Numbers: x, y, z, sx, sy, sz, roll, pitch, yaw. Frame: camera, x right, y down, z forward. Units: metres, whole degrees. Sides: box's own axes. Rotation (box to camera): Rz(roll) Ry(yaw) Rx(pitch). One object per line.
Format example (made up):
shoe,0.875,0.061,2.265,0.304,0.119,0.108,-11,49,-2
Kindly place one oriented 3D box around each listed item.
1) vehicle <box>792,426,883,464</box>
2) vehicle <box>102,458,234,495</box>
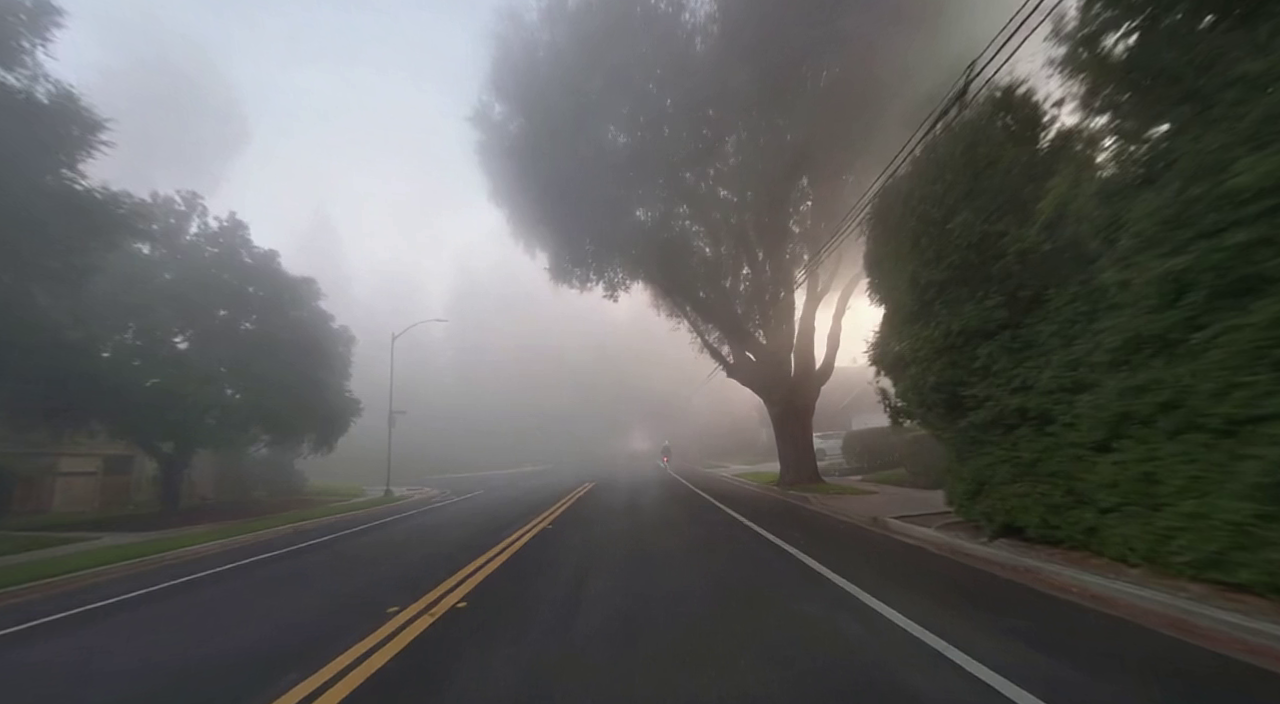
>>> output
vehicle,10.311,4.880,33.242,4.146,1.866,1.897,-2,-9,6
vehicle,-21.587,5.677,29.164,1.852,1.462,4.585,-3,-9,18
